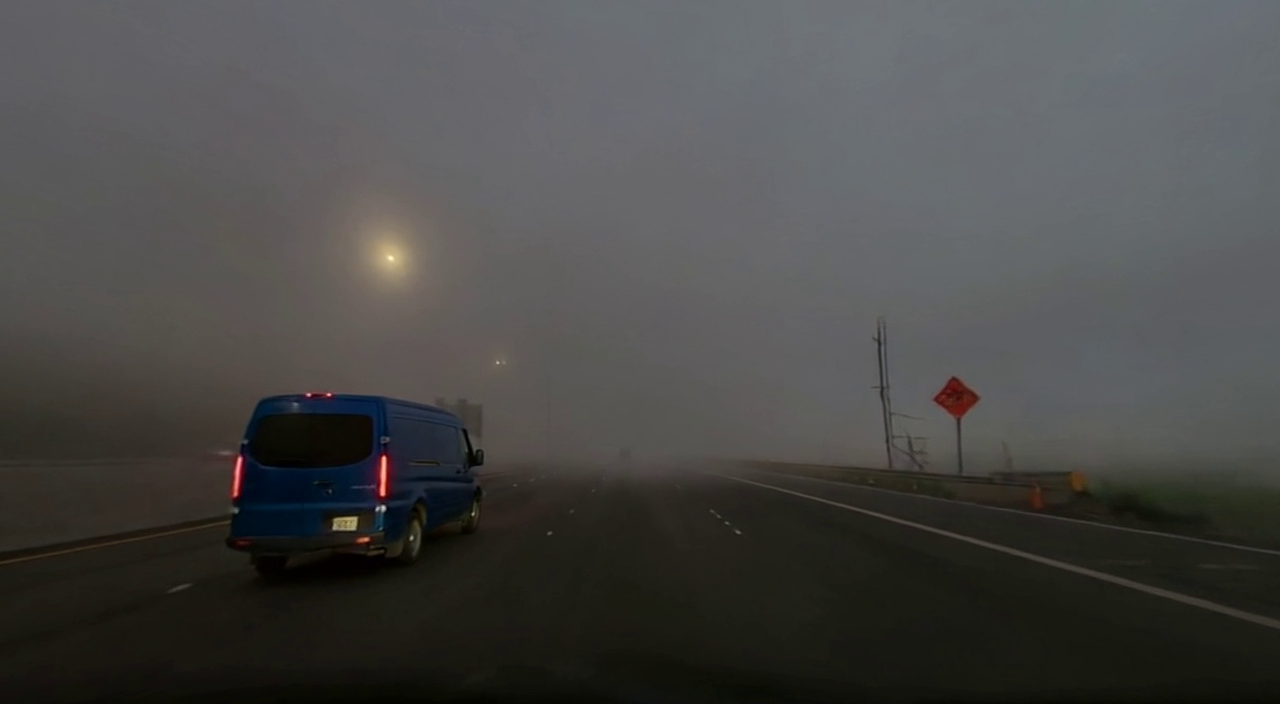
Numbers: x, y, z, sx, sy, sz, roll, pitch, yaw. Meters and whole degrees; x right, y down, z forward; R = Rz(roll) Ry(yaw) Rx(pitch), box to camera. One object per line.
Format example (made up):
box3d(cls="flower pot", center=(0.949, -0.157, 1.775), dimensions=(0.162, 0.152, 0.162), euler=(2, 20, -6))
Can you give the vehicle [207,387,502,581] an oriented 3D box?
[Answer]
box3d(cls="vehicle", center=(-3.436, 1.695, 8.829), dimensions=(2.046, 1.982, 4.465), euler=(0, -9, -1))
